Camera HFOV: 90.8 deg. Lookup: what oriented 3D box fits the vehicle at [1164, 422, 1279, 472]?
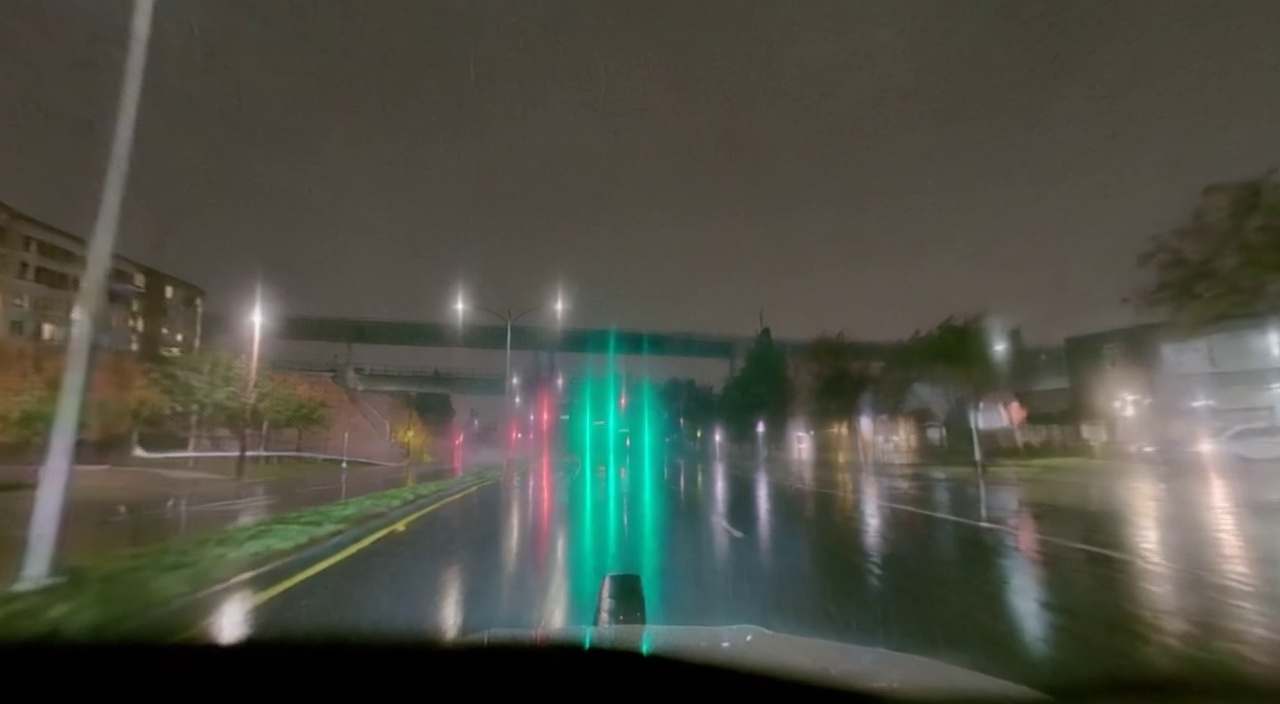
[{"bbox_3d":[22.458,3.685,24.601,1.969,1.732,4.610,-3,-9,25],"label":"vehicle"}]
